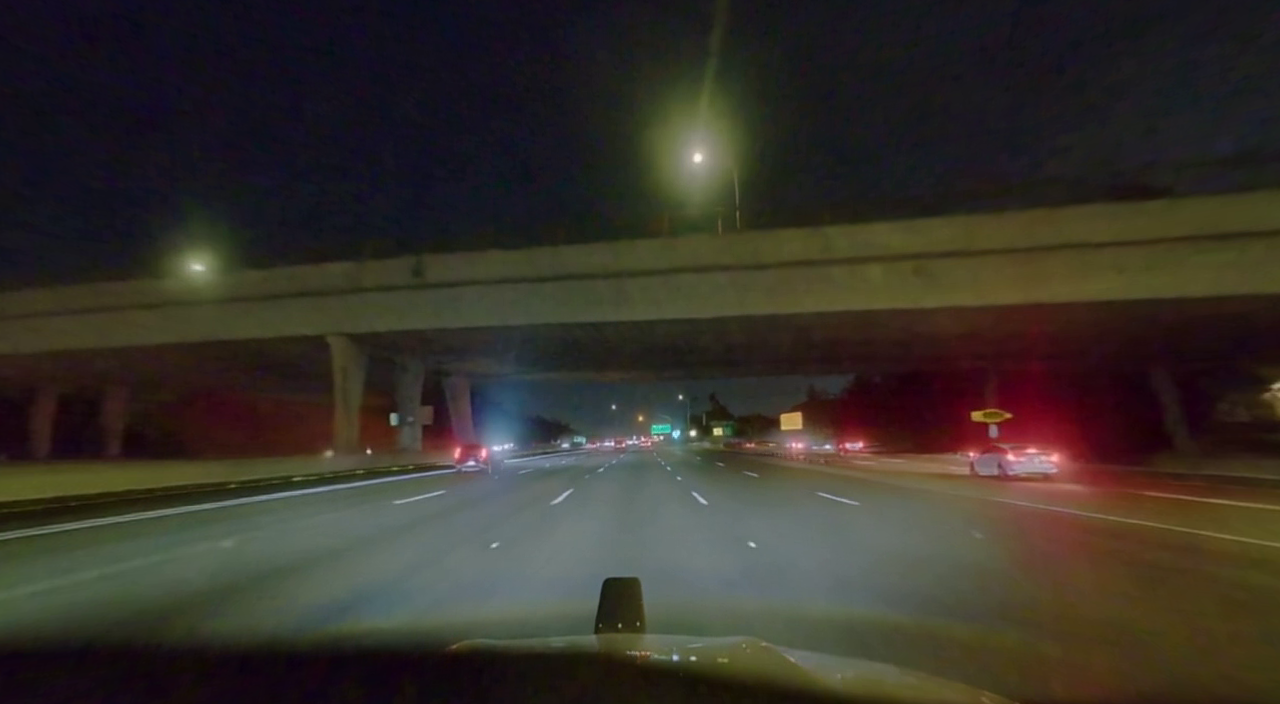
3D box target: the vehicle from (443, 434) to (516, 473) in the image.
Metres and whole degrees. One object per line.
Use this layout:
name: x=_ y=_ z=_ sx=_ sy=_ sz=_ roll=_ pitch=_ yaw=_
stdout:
vehicle: x=-6.783 y=4.340 z=27.120 sx=1.985 sy=1.513 sz=4.172 roll=0 pitch=-8 yaw=1

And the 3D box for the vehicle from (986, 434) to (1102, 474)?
vehicle: x=17.384 y=4.400 z=27.422 sx=1.884 sy=1.567 sz=4.692 roll=0 pitch=-8 yaw=-1

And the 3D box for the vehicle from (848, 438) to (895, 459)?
vehicle: x=18.227 y=7.594 z=49.787 sx=1.989 sy=1.529 sz=4.791 roll=0 pitch=-8 yaw=1
